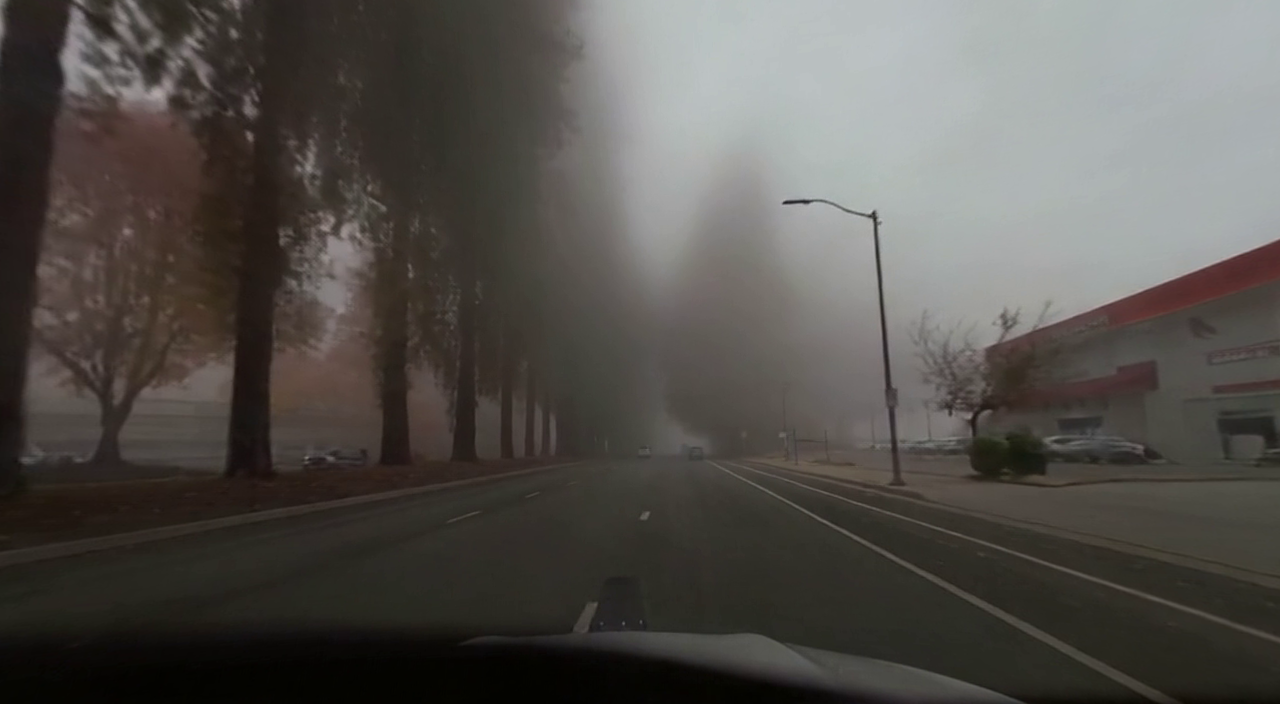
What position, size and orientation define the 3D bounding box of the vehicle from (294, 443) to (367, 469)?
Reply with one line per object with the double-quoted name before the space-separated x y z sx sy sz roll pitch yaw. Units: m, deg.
"vehicle" -23.056 7.765 47.300 2.162 1.818 5.758 -1 -9 4
